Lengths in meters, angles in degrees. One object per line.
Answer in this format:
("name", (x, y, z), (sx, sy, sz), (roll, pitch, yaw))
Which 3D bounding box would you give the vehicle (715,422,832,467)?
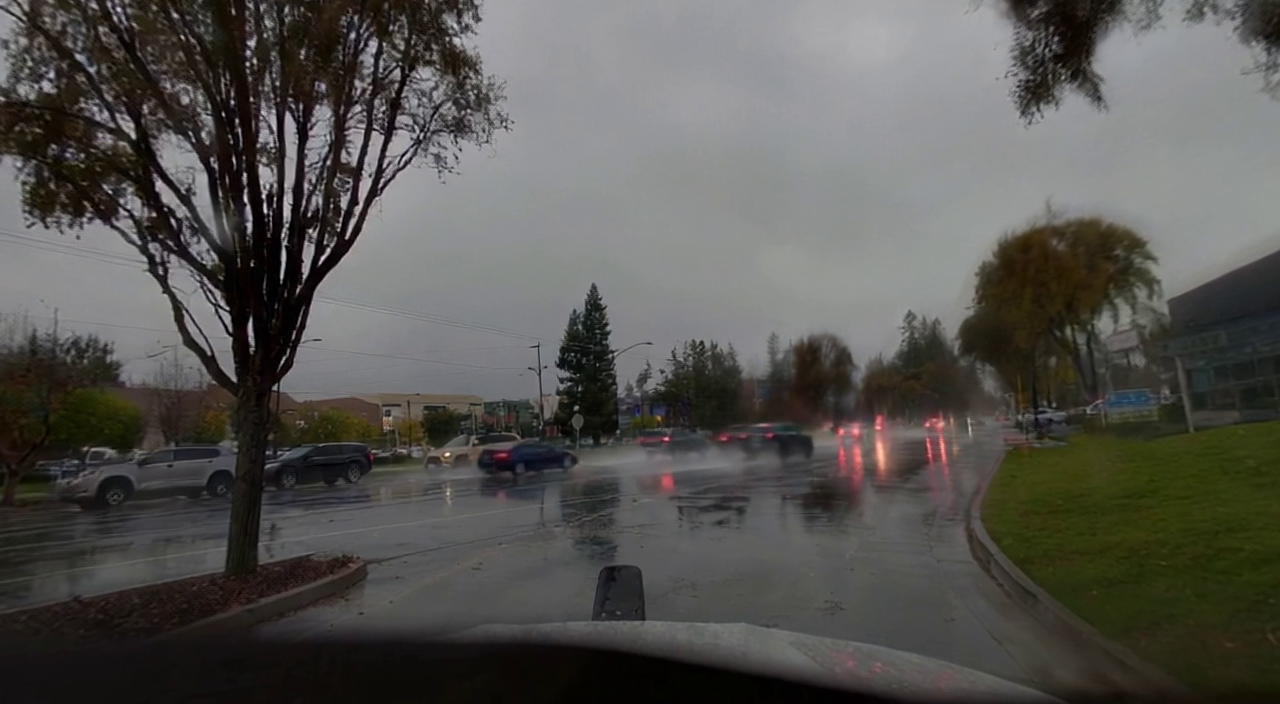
("vehicle", (5.444, 3.727, 25.373), (2.201, 1.574, 5.060), (-11, -13, 42))

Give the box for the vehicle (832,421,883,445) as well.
("vehicle", (15.966, 5.927, 46.090), (2.040, 1.625, 5.119), (-5, -10, 36))

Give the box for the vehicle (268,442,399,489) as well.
("vehicle", (-12.422, 4.568, 25.880), (1.904, 1.719, 4.326), (-6, -10, 37))

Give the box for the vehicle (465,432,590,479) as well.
("vehicle", (-4.866, 4.500, 27.845), (2.313, 1.688, 5.015), (-12, -12, 39))

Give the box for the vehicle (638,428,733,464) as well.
("vehicle", (2.331, 4.679, 31.392), (2.146, 1.555, 4.810), (-12, -14, 41))

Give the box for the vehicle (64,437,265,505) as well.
("vehicle", (-15.771, 3.905, 21.268), (2.294, 2.000, 4.788), (-7, -10, 33))
